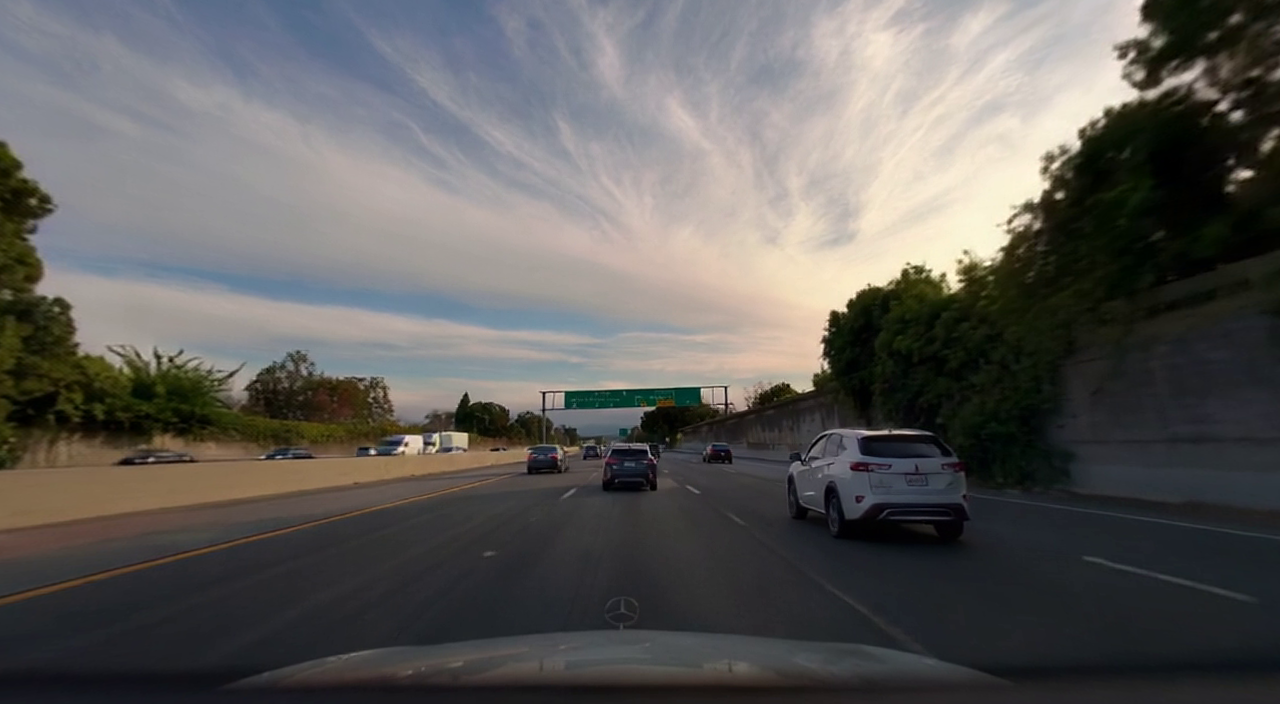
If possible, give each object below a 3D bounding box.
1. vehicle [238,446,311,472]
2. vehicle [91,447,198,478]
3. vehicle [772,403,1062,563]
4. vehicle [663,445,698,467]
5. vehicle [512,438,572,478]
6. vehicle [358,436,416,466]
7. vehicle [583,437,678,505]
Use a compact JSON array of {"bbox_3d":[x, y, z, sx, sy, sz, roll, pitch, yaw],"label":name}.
[{"bbox_3d":[-22.402,6.559,38.942,2.141,1.462,4.057,0,-8,-2],"label":"vehicle"},{"bbox_3d":[-26.187,5.804,33.635,1.915,1.491,4.771,0,-8,-2],"label":"vehicle"},{"bbox_3d":[3.635,1.826,9.558,2.162,1.800,4.693,0,-8,-1],"label":"vehicle"},{"bbox_3d":[2.829,7.350,44.952,1.998,1.490,4.296,0,-8,-3],"label":"vehicle"},{"bbox_3d":[-4.704,5.192,31.151,2.218,1.776,5.031,0,-8,-1],"label":"vehicle"},{"bbox_3d":[-18.757,7.383,47.152,2.233,2.092,5.457,0,-8,-3],"label":"vehicle"},{"bbox_3d":[-0.264,2.920,15.941,2.098,1.475,3.997,0,-8,-2],"label":"vehicle"}]
